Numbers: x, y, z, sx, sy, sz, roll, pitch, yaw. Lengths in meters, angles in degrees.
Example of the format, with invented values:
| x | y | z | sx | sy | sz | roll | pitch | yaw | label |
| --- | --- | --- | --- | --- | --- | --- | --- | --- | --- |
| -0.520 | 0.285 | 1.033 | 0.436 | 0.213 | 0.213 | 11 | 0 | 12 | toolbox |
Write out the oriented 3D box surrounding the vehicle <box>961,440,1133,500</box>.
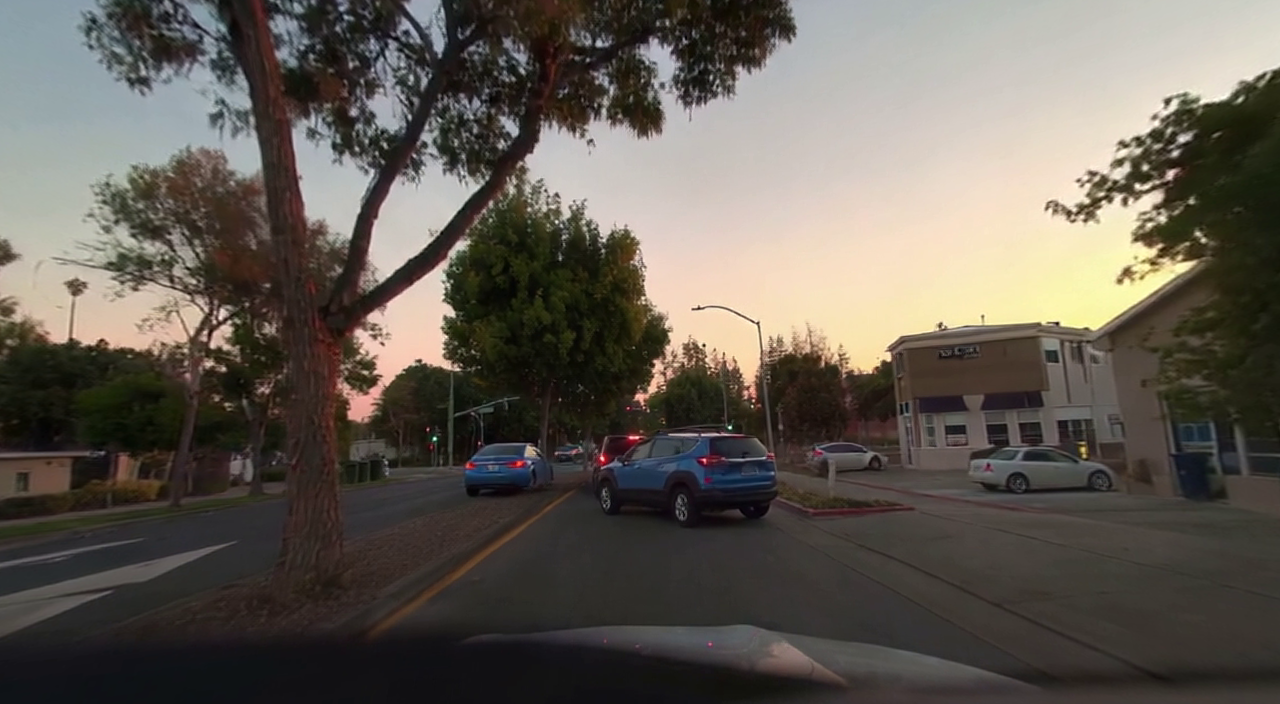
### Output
| x | y | z | sx | sy | sz | roll | pitch | yaw | label |
| --- | --- | --- | --- | --- | --- | --- | --- | --- | --- |
| 12.263 | 3.559 | 19.114 | 3.871 | 1.525 | 1.835 | -3 | -9 | 0 | vehicle |

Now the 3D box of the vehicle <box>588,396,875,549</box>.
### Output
| x | y | z | sx | sy | sz | roll | pitch | yaw | label |
| --- | --- | --- | --- | --- | --- | --- | --- | --- | --- |
| 1.236 | 1.913 | 10.597 | 2.052 | 1.955 | 4.642 | 6 | -11 | -36 | vehicle |

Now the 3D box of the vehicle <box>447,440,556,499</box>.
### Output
| x | y | z | sx | sy | sz | roll | pitch | yaw | label |
| --- | --- | --- | --- | --- | --- | --- | --- | --- | --- |
| -3.800 | 3.294 | 18.080 | 2.026 | 1.466 | 4.282 | 0 | -8 | 2 | vehicle |
